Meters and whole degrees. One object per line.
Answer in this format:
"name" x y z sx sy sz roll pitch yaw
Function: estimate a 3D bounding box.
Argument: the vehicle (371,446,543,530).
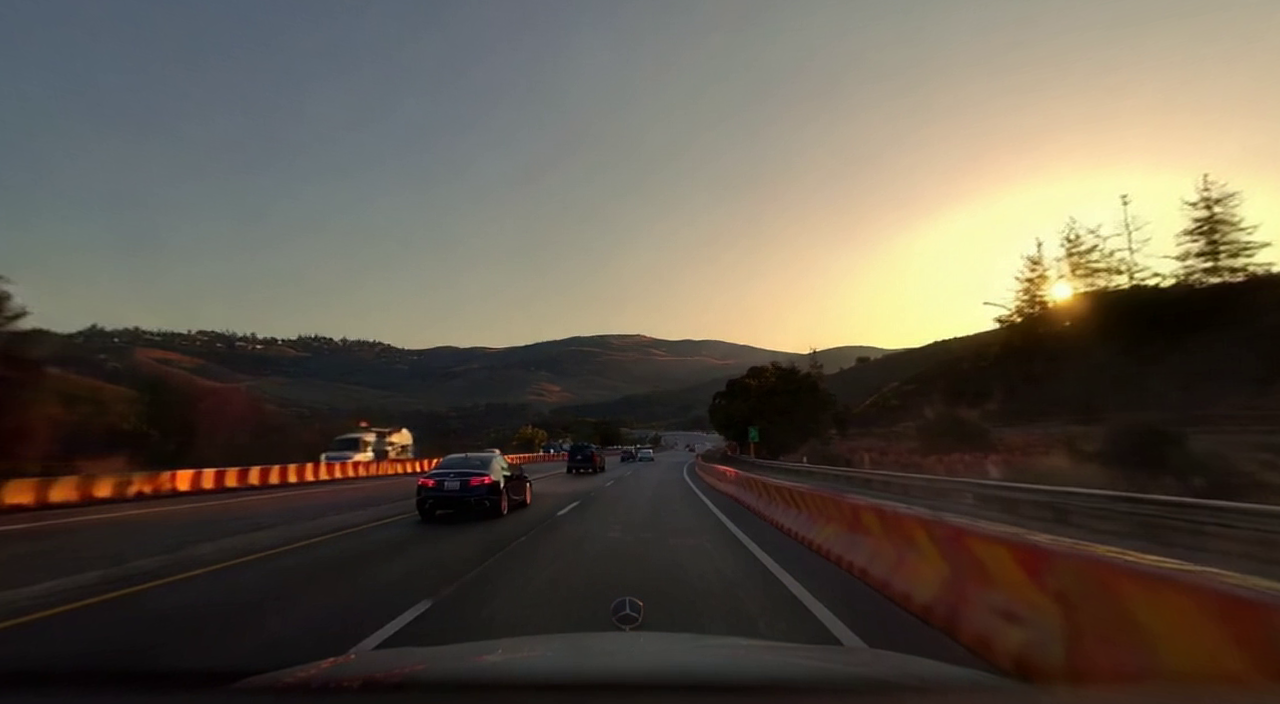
"vehicle" -3.265 2.503 12.179 2.061 1.330 3.928 0 -9 1

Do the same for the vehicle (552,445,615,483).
"vehicle" -2.304 4.730 26.931 2.094 1.480 4.124 -1 -9 3

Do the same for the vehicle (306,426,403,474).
"vehicle" -16.360 5.710 36.625 2.367 2.544 6.211 -1 -9 4
